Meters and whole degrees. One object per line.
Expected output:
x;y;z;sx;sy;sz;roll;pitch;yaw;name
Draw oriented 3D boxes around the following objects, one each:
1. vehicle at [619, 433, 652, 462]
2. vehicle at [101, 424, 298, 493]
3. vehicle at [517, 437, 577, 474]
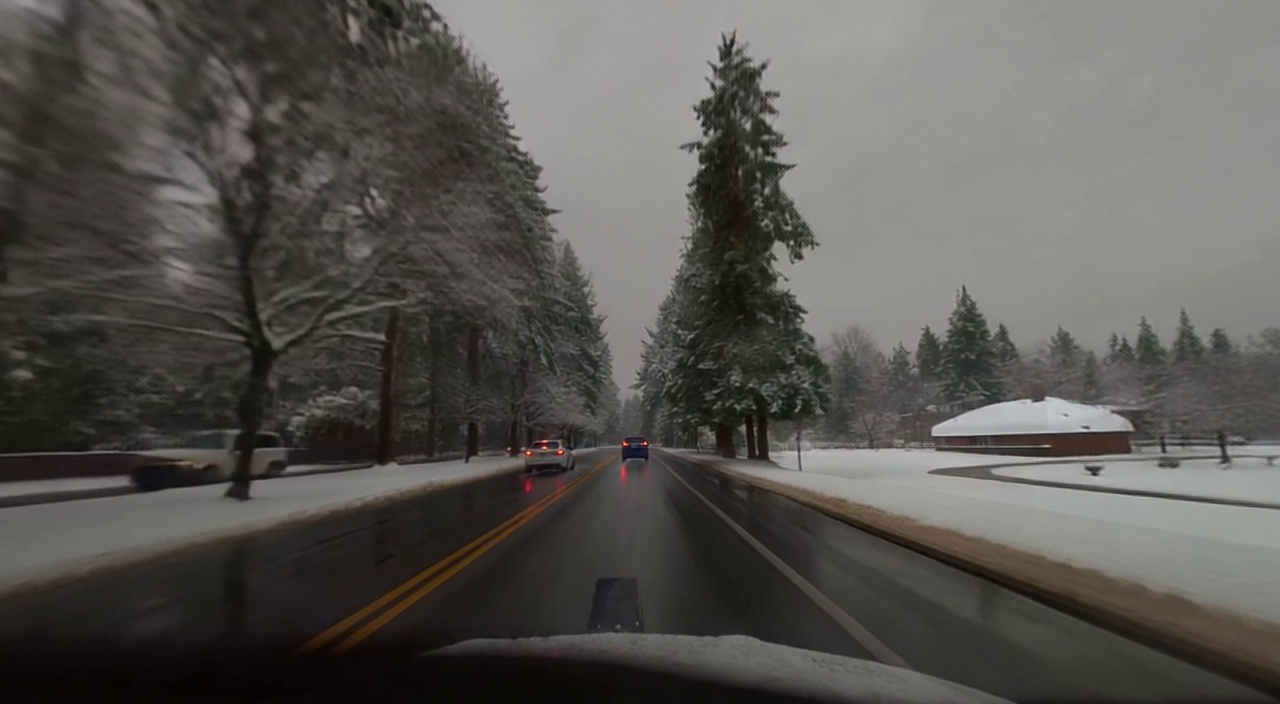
-0.295;6.149;40.919;2.018;1.769;3.897;0;-8;0;vehicle
-16.507;4.037;24.481;2.687;2.262;6.995;0;-8;-1;vehicle
-3.909;4.432;27.300;1.917;1.448;4.178;0;-8;1;vehicle
